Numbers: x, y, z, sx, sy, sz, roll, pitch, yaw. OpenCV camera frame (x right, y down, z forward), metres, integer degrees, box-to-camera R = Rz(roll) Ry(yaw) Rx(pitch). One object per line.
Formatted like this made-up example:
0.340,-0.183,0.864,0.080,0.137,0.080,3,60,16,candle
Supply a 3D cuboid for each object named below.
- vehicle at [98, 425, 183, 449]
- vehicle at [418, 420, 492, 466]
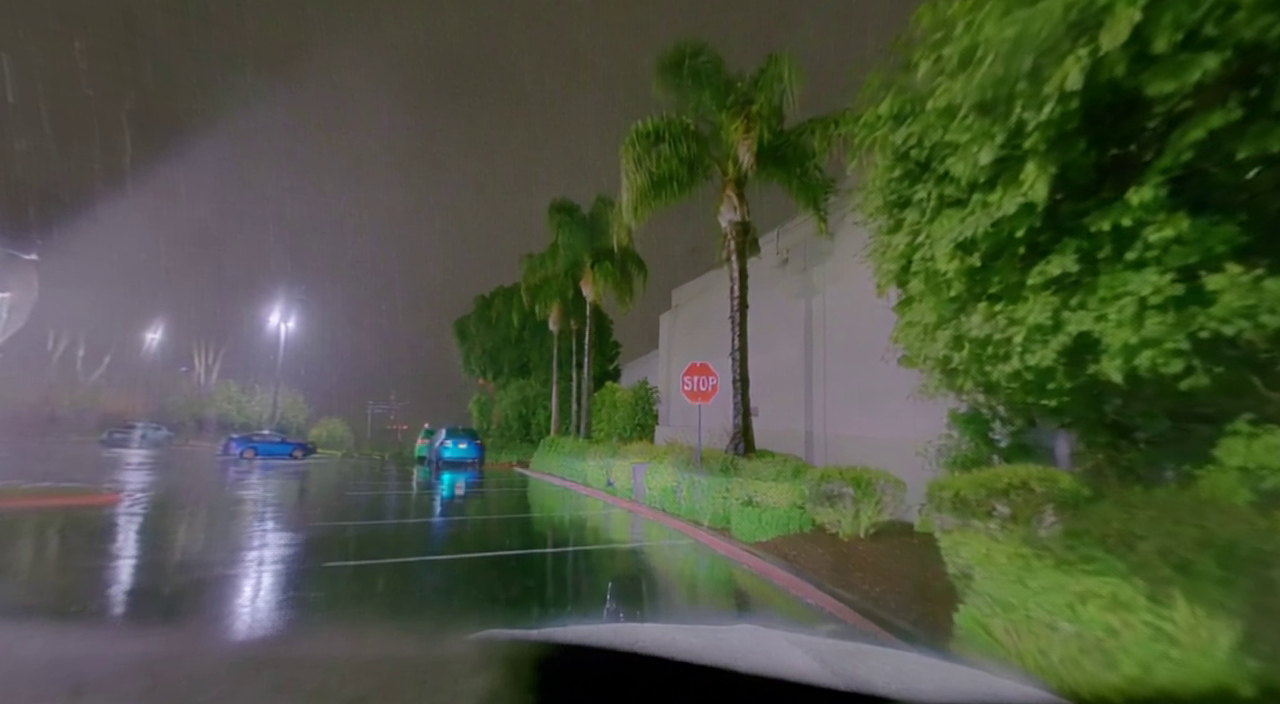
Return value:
-34.924,5.983,44.214,4.457,1.552,1.748,7,-11,-40,vehicle
-7.760,3.790,26.280,2.071,1.700,4.367,4,-10,-27,vehicle
